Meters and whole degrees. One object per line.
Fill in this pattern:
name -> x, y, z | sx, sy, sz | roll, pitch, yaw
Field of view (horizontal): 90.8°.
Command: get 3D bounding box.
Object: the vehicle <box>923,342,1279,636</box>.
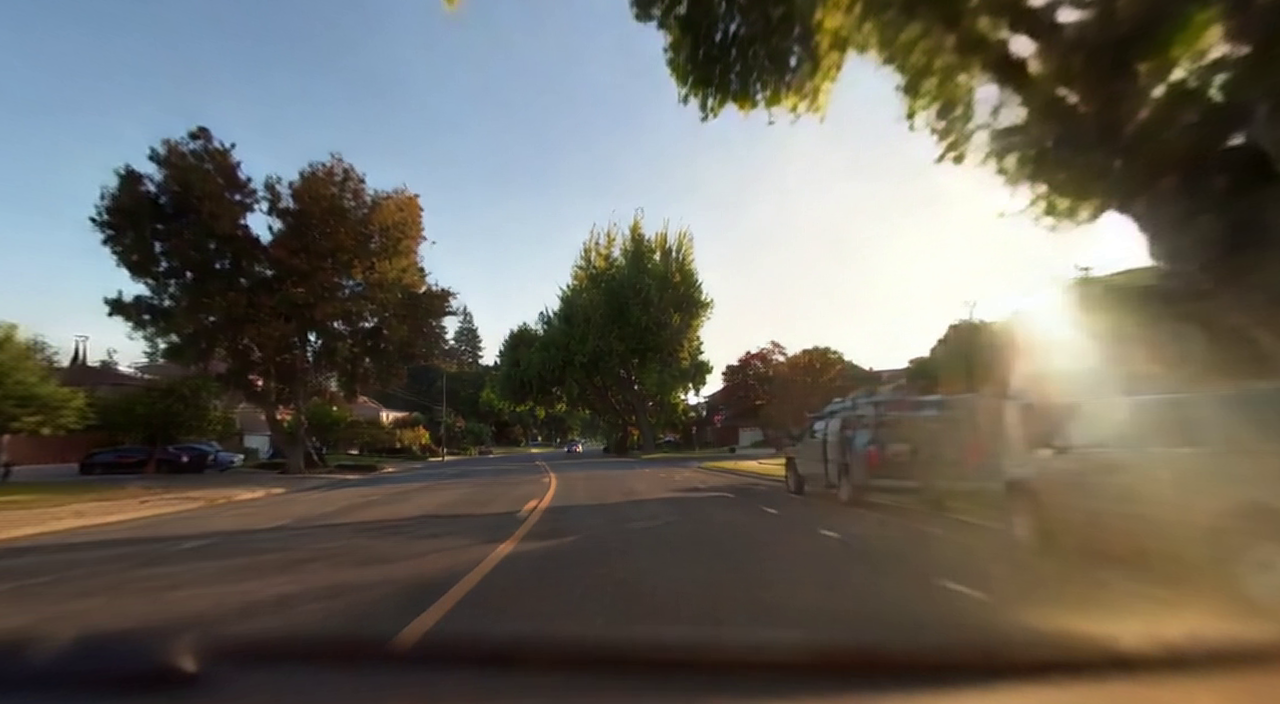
vehicle -> 5.894, 1.265, 6.593 | 2.670, 2.085, 6.775 | 0, -8, -1

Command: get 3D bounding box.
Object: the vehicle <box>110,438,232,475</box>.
vehicle -> -25.998, 5.785, 35.222 | 4.975, 1.847, 2.096 | 0, -8, -13
